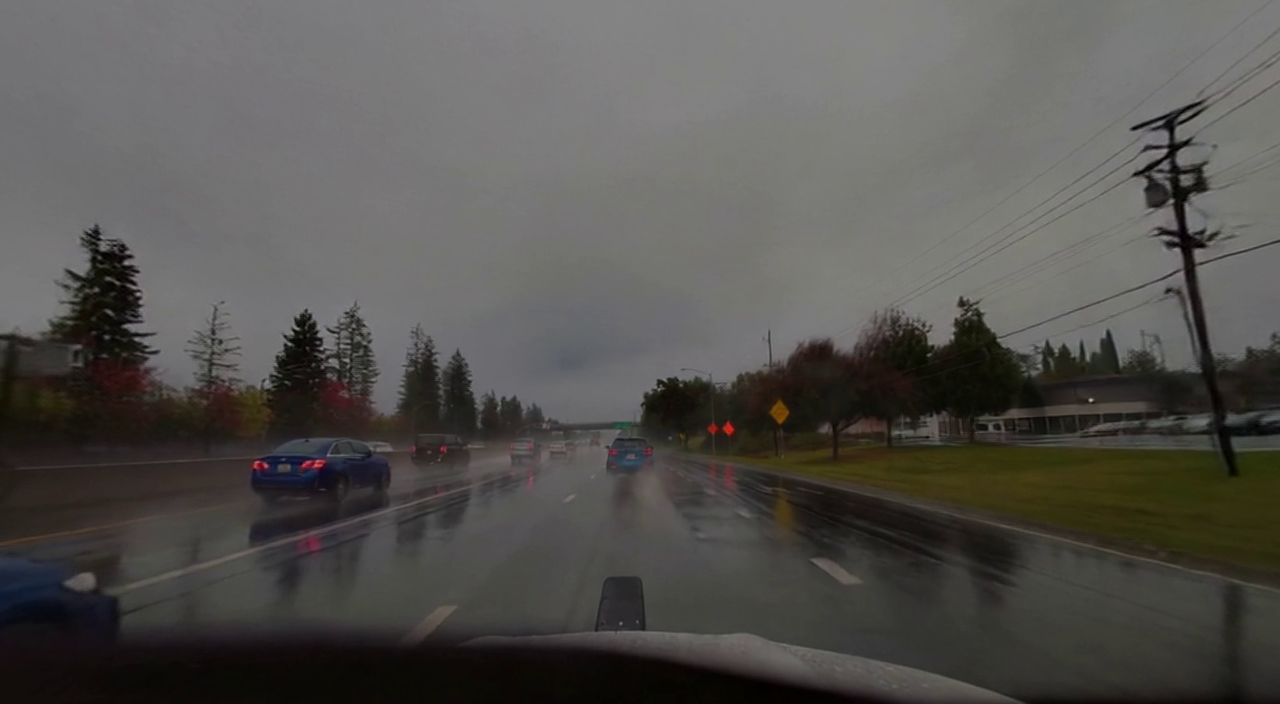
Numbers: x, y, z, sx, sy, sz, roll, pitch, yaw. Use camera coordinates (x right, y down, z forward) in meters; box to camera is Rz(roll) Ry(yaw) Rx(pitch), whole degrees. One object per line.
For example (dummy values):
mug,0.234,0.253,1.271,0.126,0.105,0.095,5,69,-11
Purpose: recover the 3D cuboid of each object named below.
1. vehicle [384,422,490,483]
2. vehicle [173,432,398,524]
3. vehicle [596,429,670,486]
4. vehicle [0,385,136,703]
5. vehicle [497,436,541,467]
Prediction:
vehicle,-7.048,3.559,22.601,2.144,1.905,4.967,0,-8,0
vehicle,-6.697,2.410,12.691,1.900,1.483,4.547,0,-8,0
vehicle,-0.234,3.395,20.586,2.140,1.653,4.108,0,-8,-1
vehicle,-3.159,0.605,0.209,2.174,1.510,4.636,0,-8,0
vehicle,-7.289,5.988,38.339,1.914,1.756,4.179,0,-8,-1
